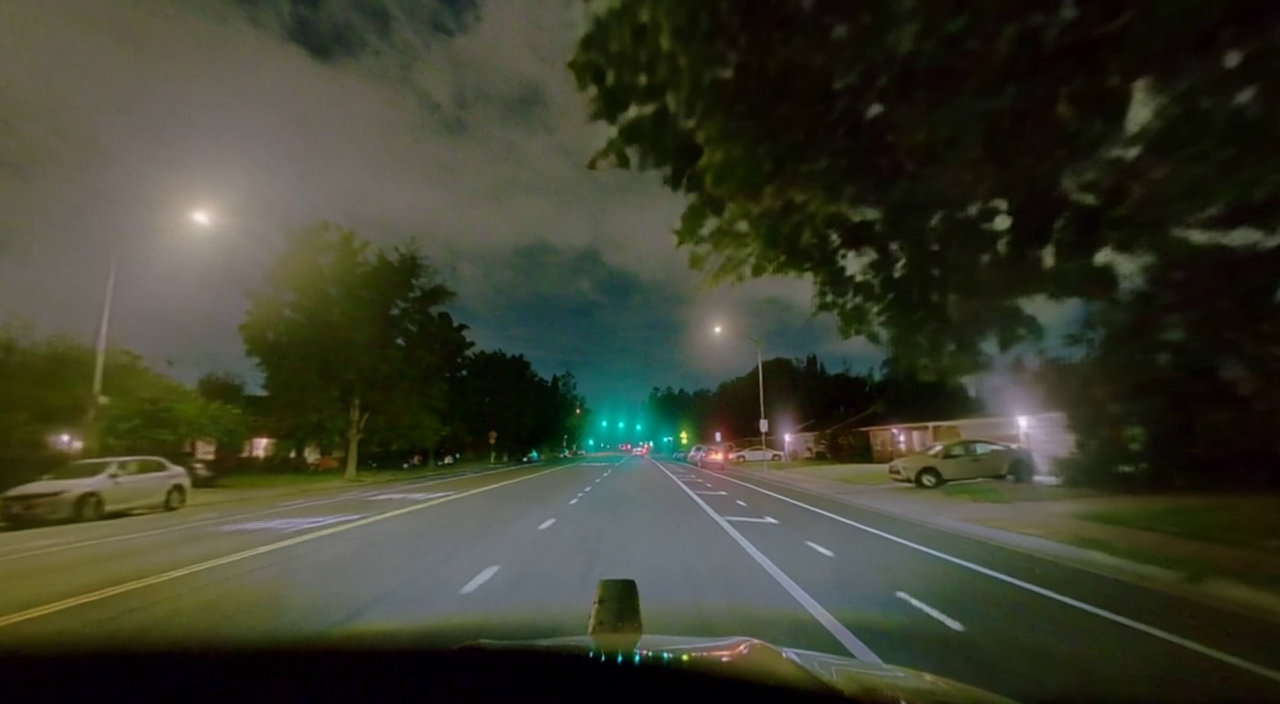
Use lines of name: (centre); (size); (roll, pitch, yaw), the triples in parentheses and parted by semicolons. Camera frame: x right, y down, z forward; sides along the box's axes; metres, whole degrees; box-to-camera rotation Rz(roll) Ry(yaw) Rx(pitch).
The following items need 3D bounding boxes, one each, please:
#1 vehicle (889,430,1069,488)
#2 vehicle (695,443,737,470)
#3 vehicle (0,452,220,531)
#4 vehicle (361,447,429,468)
vehicle: (11.353, 3.603, 21.371); (4.880, 1.842, 2.069); (0, -9, -1)
vehicle: (5.169, 7.184, 43.328); (2.164, 1.729, 4.488); (1, -9, -2)
vehicle: (-12.107, 3.060, 14.334); (1.888, 1.477, 4.629); (-1, -10, 0)
vehicle: (-18.329, 7.877, 47.189); (4.355, 1.482, 1.794); (0, -9, 0)
